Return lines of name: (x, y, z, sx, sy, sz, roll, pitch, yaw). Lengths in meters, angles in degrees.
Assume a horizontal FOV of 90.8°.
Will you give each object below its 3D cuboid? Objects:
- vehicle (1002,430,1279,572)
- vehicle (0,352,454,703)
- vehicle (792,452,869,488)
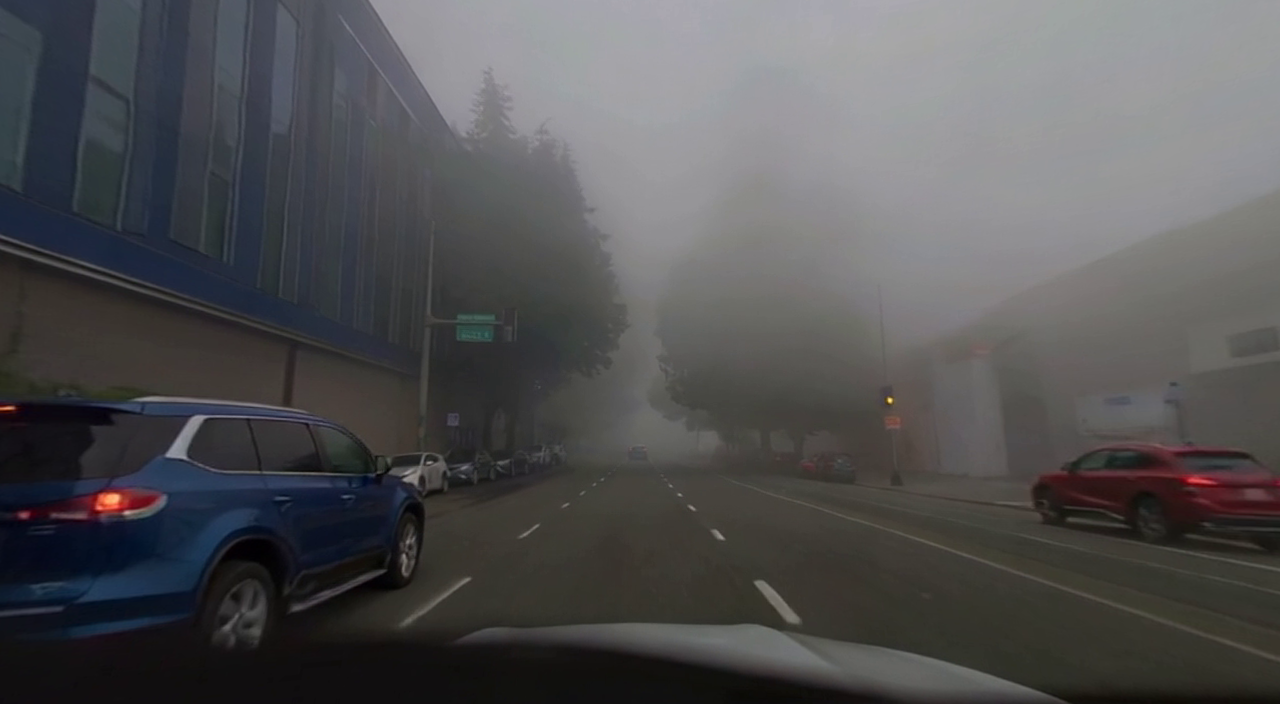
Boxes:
vehicle: (9.280, 2.476, 11.551, 2.129, 1.929, 5.537, 0, -9, 1)
vehicle: (-3.075, 1.195, 4.749, 2.002, 1.756, 4.366, 0, -9, 0)
vehicle: (8.726, 5.425, 29.347, 1.954, 1.478, 4.625, 0, -9, -2)
